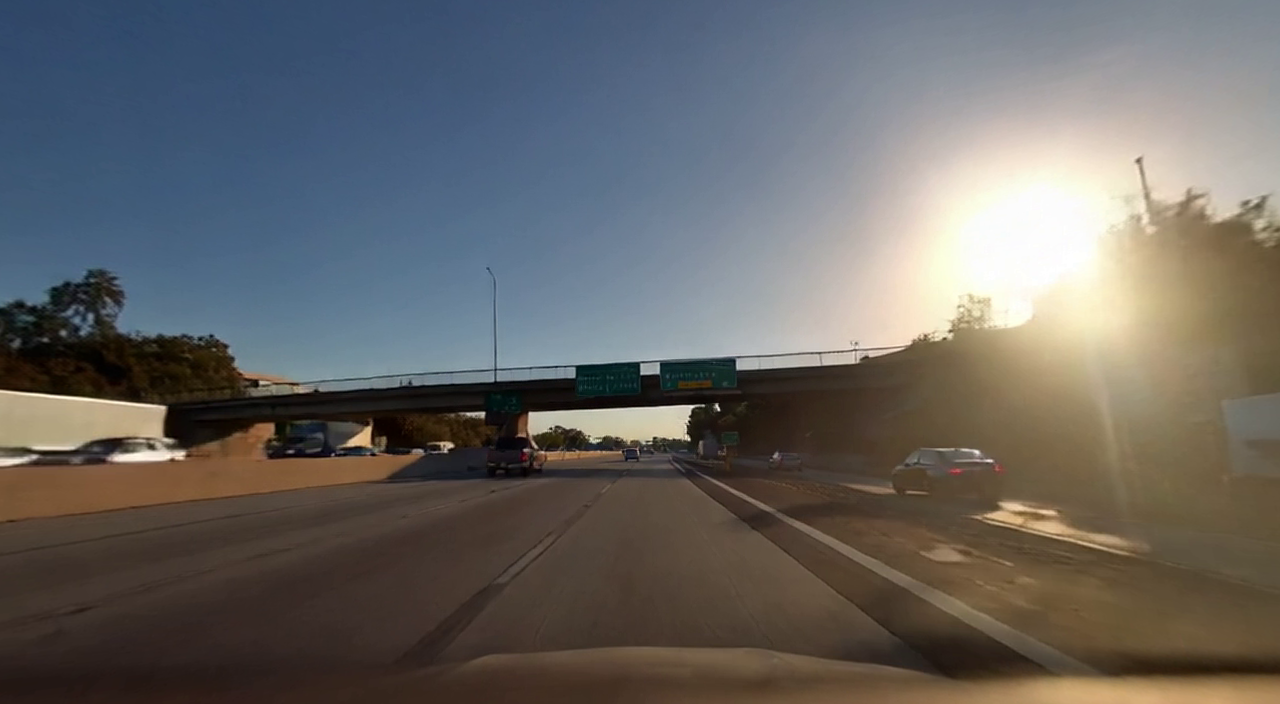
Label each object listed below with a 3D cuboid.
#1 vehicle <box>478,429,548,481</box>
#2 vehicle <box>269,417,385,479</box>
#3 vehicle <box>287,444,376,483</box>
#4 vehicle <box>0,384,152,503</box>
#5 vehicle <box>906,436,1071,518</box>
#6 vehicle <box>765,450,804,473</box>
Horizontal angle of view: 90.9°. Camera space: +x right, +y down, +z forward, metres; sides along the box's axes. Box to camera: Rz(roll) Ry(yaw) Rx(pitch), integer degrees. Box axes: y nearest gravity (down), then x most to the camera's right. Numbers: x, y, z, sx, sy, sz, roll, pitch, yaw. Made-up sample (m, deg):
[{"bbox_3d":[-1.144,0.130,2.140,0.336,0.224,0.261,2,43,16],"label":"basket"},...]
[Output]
[{"bbox_3d":[-6.248,5.157,31.881,2.264,2.379,5.248,-1,-8,2],"label":"vehicle"},{"bbox_3d":[-19.442,6.026,39.882,3.085,3.485,7.854,0,-8,1],"label":"vehicle"},{"bbox_3d":[-15.882,5.730,32.819,2.074,1.862,4.805,0,-8,2],"label":"vehicle"},{"bbox_3d":[-23.728,3.409,23.483,2.945,4.107,9.775,0,-8,2],"label":"vehicle"},{"bbox_3d":[9.269,3.314,17.344,2.146,1.929,4.388,-1,-8,3],"label":"vehicle"},{"bbox_3d":[10.940,8.332,48.141,2.036,1.596,4.479,0,-8,1],"label":"vehicle"}]
